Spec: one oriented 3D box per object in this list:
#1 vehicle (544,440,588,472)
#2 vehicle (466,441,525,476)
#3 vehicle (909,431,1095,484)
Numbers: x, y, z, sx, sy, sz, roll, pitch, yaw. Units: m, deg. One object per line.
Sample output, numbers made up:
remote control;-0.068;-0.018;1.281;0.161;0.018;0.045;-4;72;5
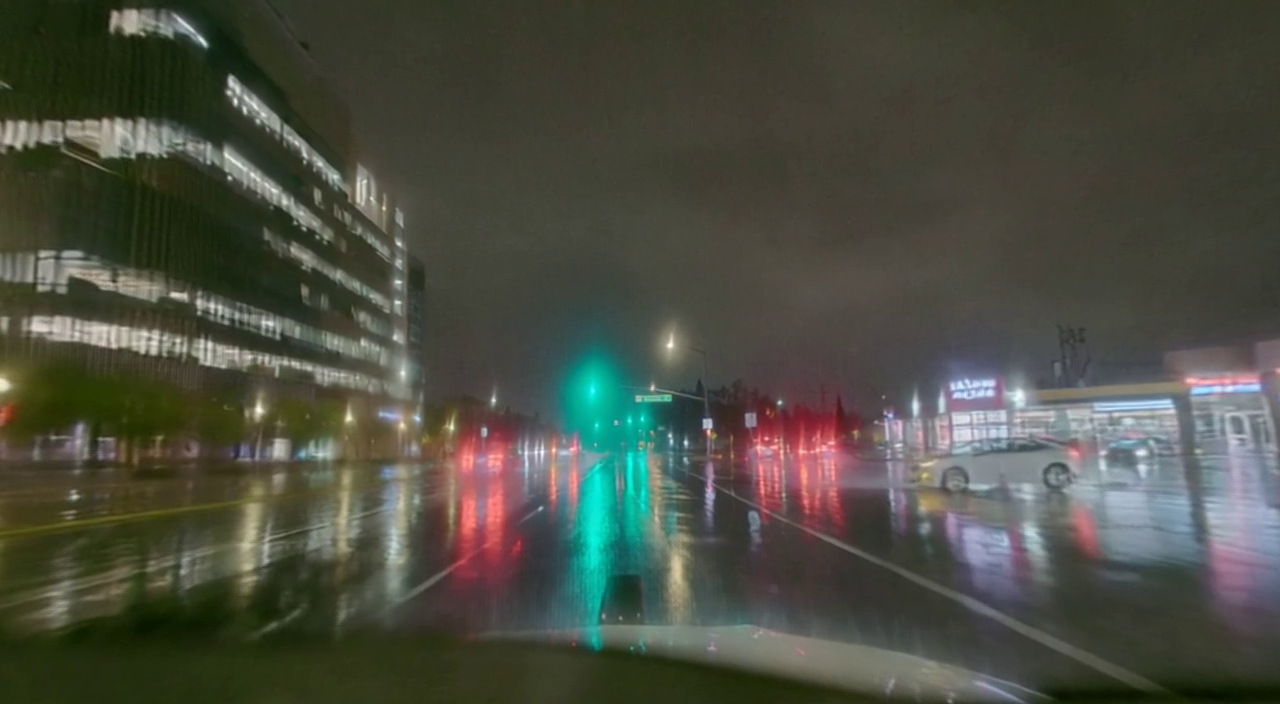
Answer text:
vehicle;-4.263;6.016;36.845;2.052;1.729;4.195;0;-8;0
vehicle;-7.219;5.353;32.035;1.909;1.605;4.561;0;-8;0
vehicle;11.037;3.265;19.591;4.513;1.541;1.948;-1;-9;6
